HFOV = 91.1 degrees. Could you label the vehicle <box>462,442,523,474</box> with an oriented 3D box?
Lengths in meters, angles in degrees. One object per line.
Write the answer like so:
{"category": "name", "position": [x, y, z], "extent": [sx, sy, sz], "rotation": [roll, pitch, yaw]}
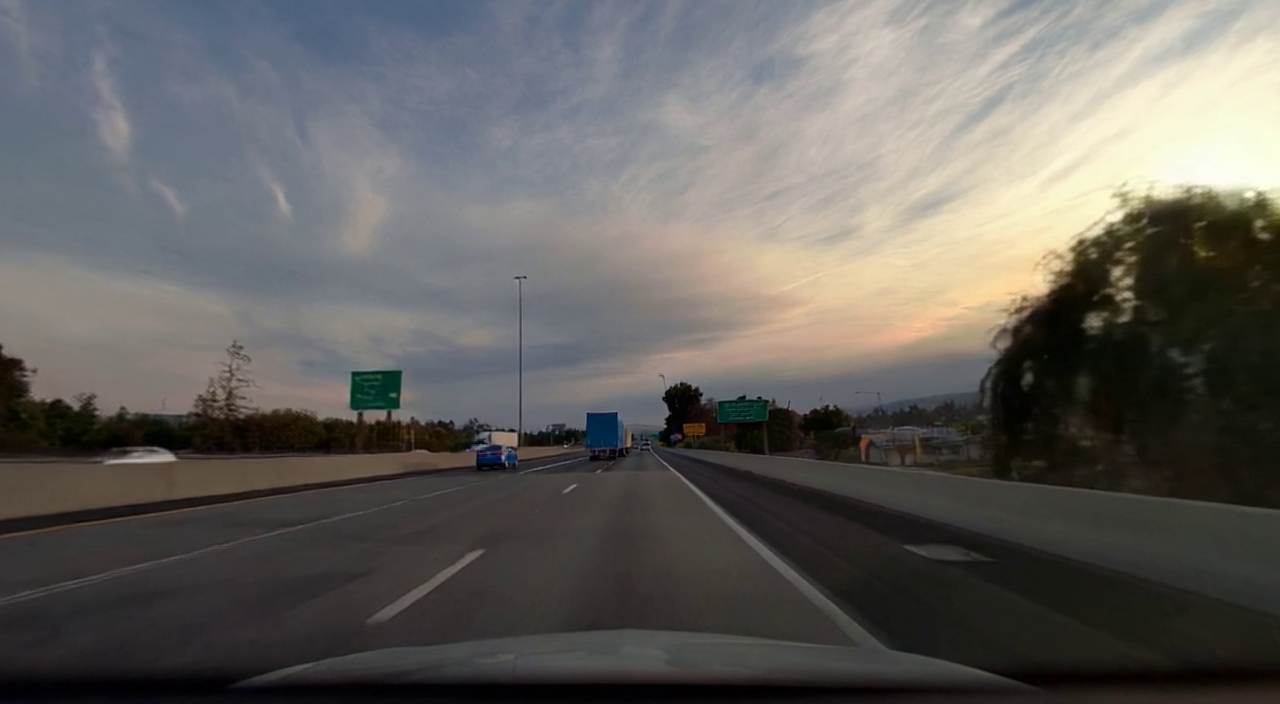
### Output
{"category": "vehicle", "position": [-7.452, 5.391, 32.190], "extent": [1.901, 1.467, 4.629], "rotation": [-1, -8, 2]}
